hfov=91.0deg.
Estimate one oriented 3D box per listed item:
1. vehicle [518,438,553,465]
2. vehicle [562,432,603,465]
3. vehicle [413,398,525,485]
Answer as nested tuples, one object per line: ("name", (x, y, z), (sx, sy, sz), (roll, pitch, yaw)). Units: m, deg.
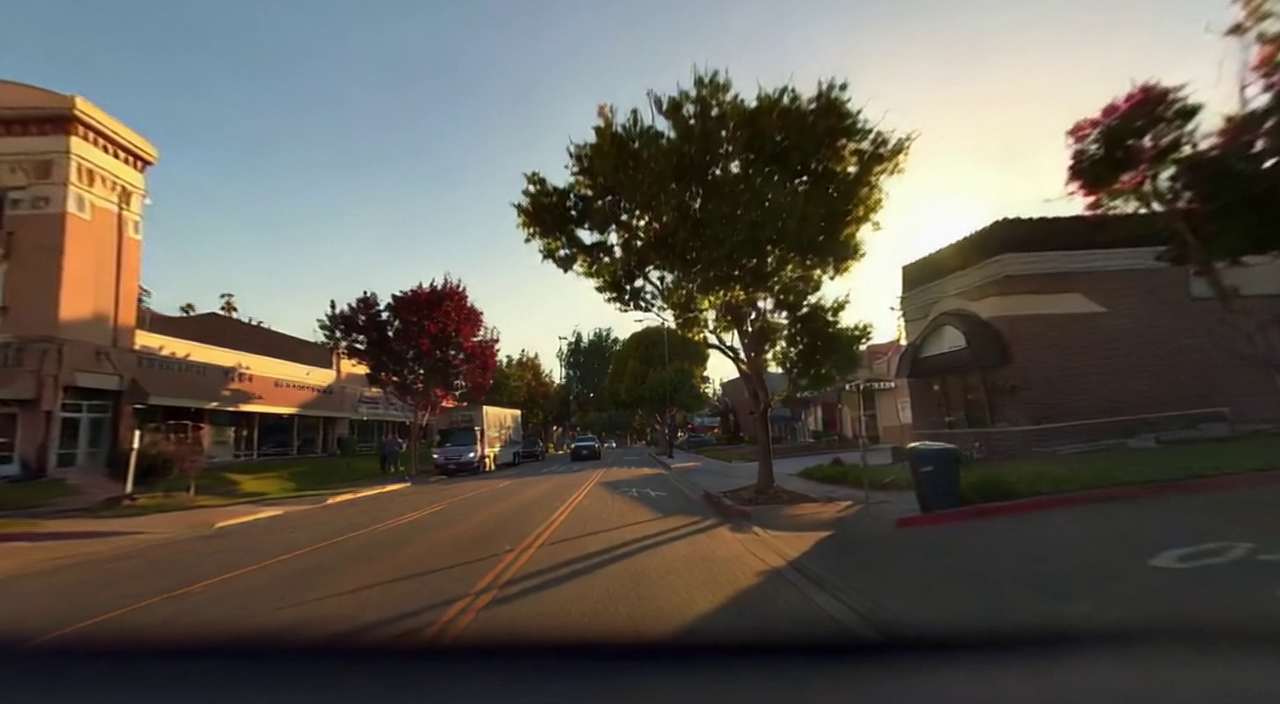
("vehicle", (-7.910, 7.508, 47.814), (1.950, 1.743, 4.312), (-2, -6, -1))
("vehicle", (-3.436, 5.886, 38.459), (2.118, 1.864, 4.640), (0, -8, -1))
("vehicle", (-9.110, 4.769, 35.400), (2.986, 3.768, 11.697), (-6, -6, -1))
